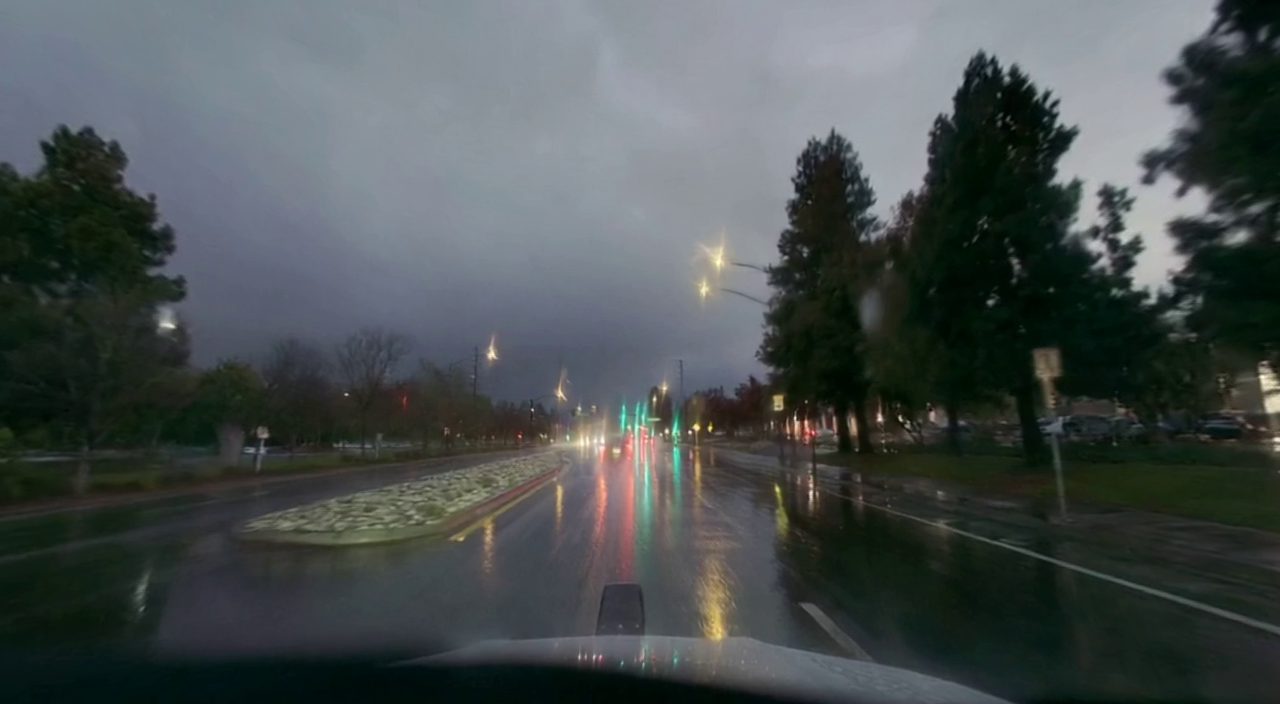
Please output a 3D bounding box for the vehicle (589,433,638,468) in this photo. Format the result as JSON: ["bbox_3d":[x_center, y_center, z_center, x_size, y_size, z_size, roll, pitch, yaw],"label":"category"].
[{"bbox_3d":[-1.147,4.421,28.468,2.075,1.470,3.962,0,-8,-1],"label":"vehicle"}]
